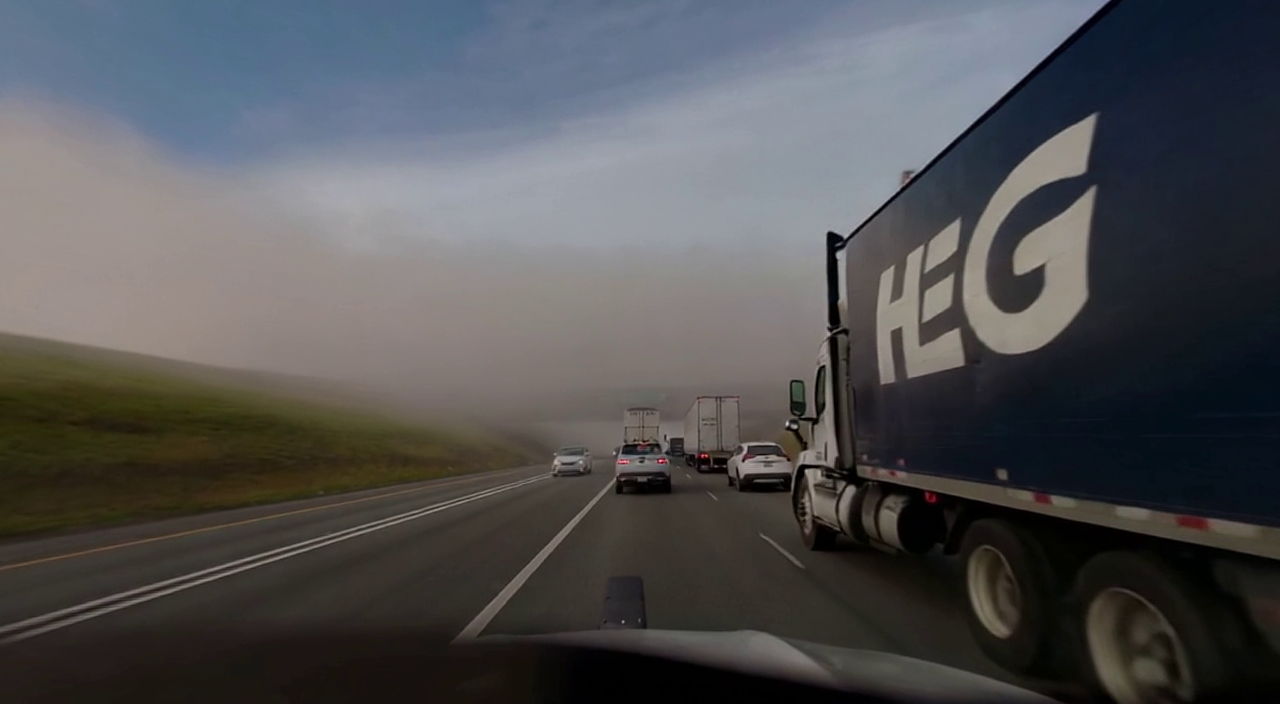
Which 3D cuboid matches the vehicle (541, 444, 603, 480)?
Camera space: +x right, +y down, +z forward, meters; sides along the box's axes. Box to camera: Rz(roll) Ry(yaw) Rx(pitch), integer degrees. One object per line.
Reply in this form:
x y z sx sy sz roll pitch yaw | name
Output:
-2.984 4.945 28.580 2.091 1.489 4.397 -1 -9 3 | vehicle

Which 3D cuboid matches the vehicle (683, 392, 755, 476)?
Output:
4.002 4.440 33.588 2.948 3.974 6.480 -1 -9 0 | vehicle

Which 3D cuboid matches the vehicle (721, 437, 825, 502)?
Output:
3.448 3.141 17.190 1.972 1.505 3.946 -1 -9 0 | vehicle

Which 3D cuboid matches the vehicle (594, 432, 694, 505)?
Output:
0.144 2.964 16.401 2.256 1.615 4.114 -1 -9 2 | vehicle
